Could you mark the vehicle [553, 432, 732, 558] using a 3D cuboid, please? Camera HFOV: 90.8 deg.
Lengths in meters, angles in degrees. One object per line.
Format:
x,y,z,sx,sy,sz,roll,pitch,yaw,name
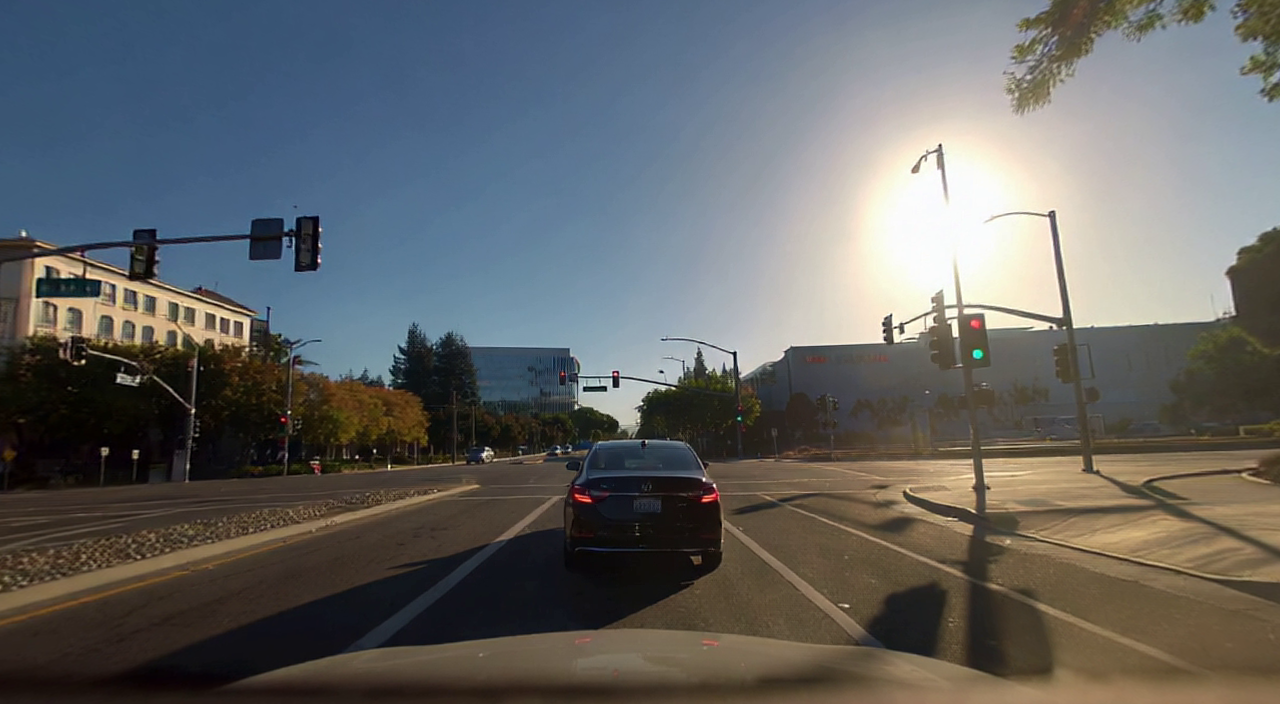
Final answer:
0.003,1.998,9.513,2.107,1.470,3.974,0,-9,-1,vehicle
